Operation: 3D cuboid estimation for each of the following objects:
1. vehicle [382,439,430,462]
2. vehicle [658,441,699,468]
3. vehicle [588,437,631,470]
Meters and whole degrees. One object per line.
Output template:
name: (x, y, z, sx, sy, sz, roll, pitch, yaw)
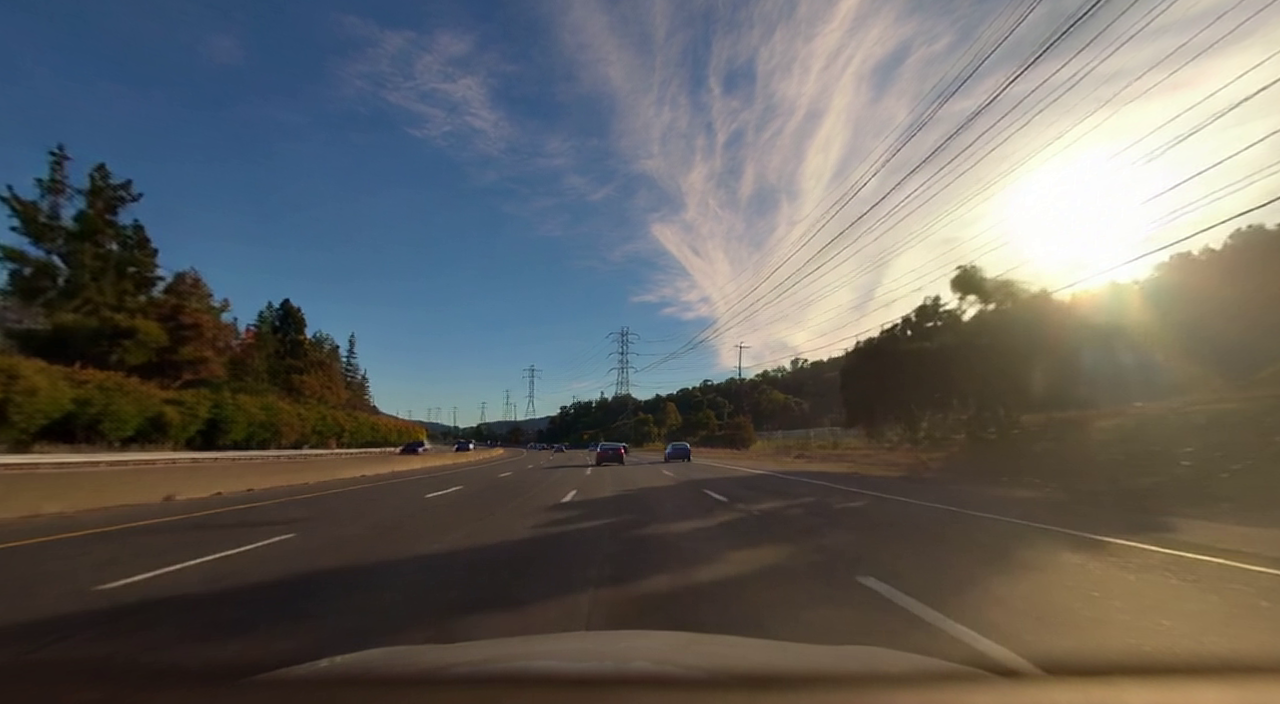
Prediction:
vehicle: (-16.248, 6.851, 44.112, 1.890, 1.507, 4.764, 1, -8, -4)
vehicle: (2.174, 5.950, 36.802, 1.789, 1.503, 3.897, 1, -8, -5)
vehicle: (-1.691, 5.536, 34.634, 2.188, 1.714, 3.921, 0, -8, -3)
